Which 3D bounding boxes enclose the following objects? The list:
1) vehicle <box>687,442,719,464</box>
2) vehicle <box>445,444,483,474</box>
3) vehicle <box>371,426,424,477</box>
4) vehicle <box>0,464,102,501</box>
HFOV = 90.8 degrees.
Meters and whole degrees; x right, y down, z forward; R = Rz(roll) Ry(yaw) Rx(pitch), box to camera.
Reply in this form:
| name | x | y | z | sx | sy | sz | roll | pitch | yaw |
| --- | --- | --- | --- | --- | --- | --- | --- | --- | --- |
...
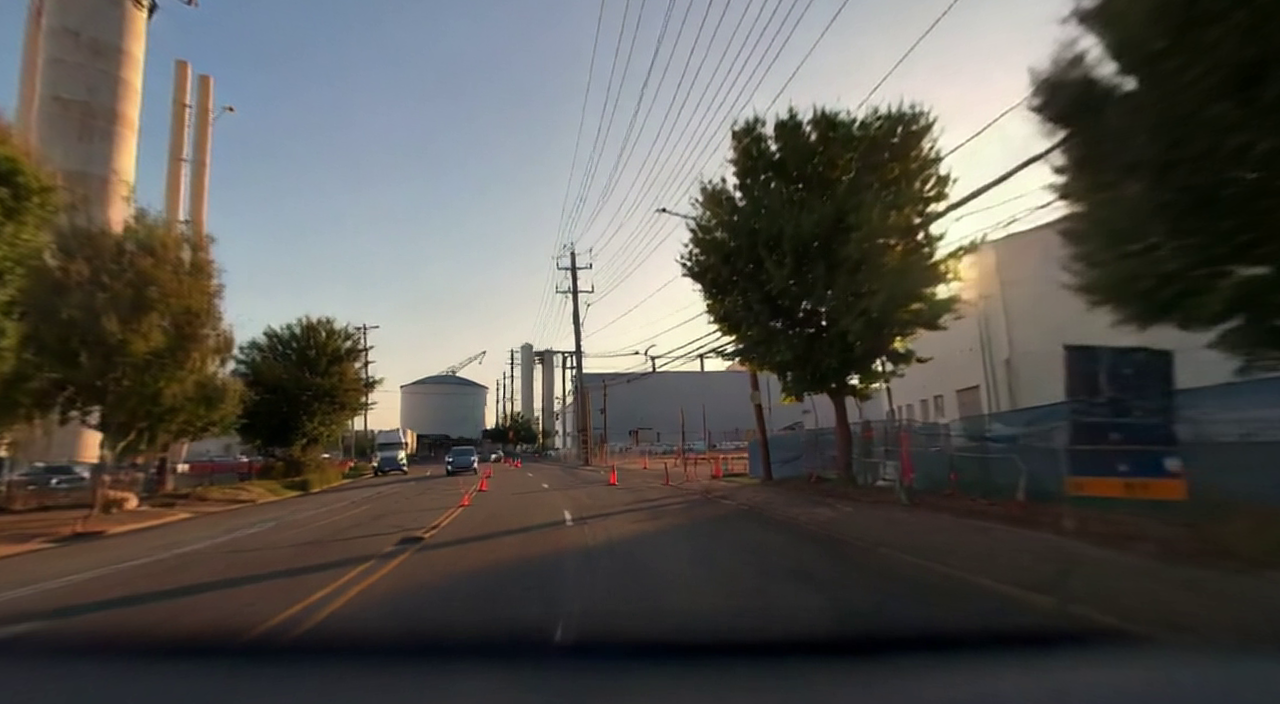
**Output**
| name | x | y | z | sx | sy | sz | roll | pitch | yaw |
| --- | --- | --- | --- | --- | --- | --- | --- | --- | --- |
| vehicle | 4.584 | 7.453 | 46.586 | 1.829 | 1.487 | 4.352 | 0 | -9 | -1 |
| vehicle | -11.242 | 6.754 | 40.175 | 2.079 | 1.770 | 4.684 | 2 | -9 | -18 |
| vehicle | -16.486 | 6.835 | 43.349 | 2.905 | 3.133 | 7.675 | 3 | -9 | -18 |
| vehicle | -26.128 | 5.580 | 27.120 | 4.184 | 1.411 | 1.855 | 0 | -9 | -5 |
